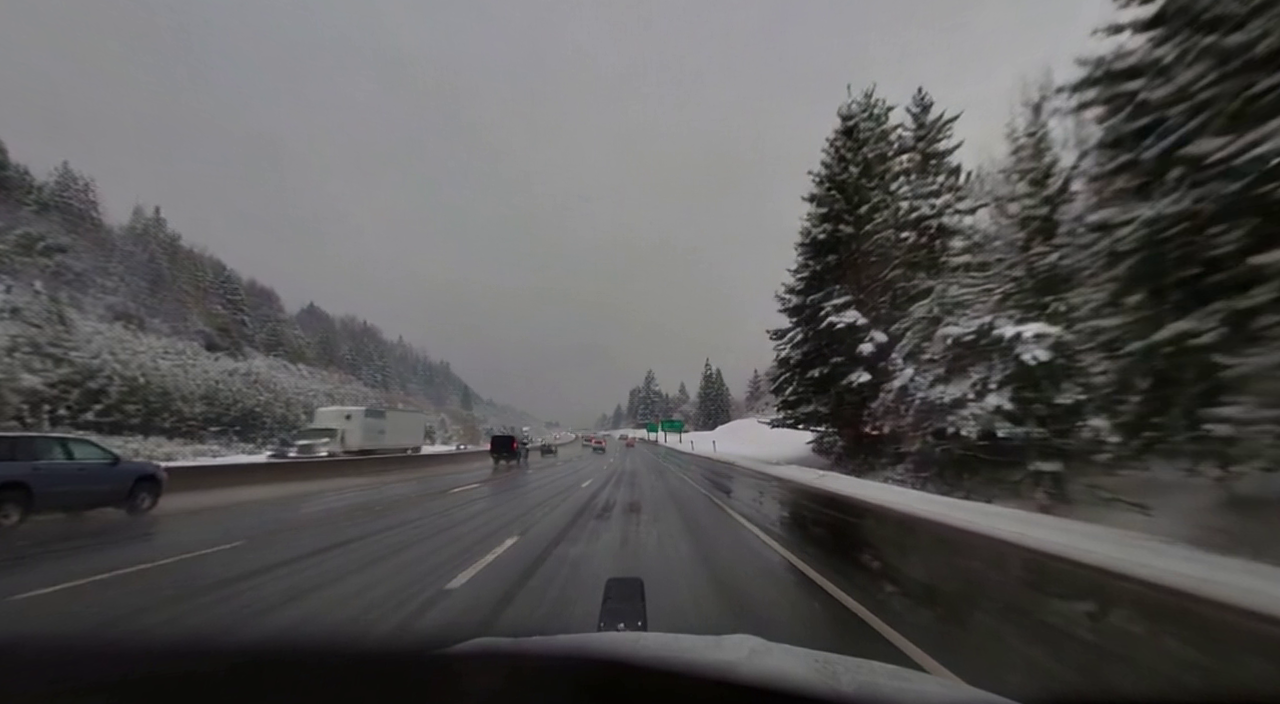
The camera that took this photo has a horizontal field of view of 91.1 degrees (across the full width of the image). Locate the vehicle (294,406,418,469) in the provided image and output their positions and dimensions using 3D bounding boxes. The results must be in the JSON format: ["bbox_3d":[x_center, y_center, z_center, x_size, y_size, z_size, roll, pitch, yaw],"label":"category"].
[{"bbox_3d":[-18.216,5.739,41.584,3.018,3.568,11.385,0,-9,-1],"label":"vehicle"}]

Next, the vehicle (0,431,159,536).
[{"bbox_3d":[-11.003,2.199,10.689,2.001,1.625,4.528,0,-9,0],"label":"vehicle"}]

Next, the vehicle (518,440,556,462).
[{"bbox_3d":[-7.560,7.339,46.563,2.113,1.507,4.450,0,-9,0],"label":"vehicle"}]
